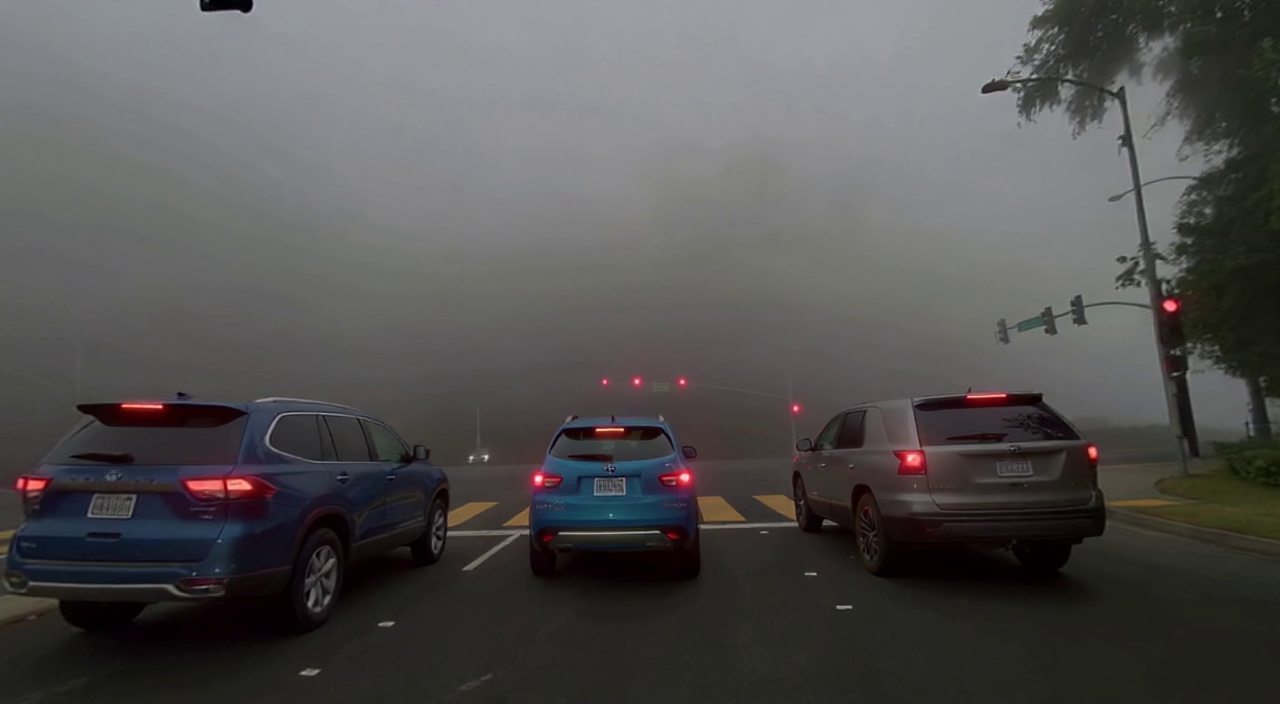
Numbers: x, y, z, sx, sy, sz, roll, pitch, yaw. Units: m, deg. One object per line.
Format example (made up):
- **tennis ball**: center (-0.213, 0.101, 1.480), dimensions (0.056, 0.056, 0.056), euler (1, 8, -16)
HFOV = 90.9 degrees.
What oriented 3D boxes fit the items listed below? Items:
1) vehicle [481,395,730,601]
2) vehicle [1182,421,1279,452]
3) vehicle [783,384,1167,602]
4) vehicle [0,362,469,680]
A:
- **vehicle**: center (-0.231, 1.510, 7.317), dimensions (2.067, 1.702, 3.987), euler (0, -8, 2)
- **vehicle**: center (32.818, 4.659, 34.761), dimensions (4.175, 1.634, 1.877), euler (1, -8, -5)
- **vehicle**: center (3.270, 1.488, 7.518), dimensions (2.083, 1.779, 4.532), euler (0, -8, 0)
- **vehicle**: center (-3.271, 1.281, 5.890), dimensions (2.047, 1.810, 4.414), euler (0, -8, 1)
